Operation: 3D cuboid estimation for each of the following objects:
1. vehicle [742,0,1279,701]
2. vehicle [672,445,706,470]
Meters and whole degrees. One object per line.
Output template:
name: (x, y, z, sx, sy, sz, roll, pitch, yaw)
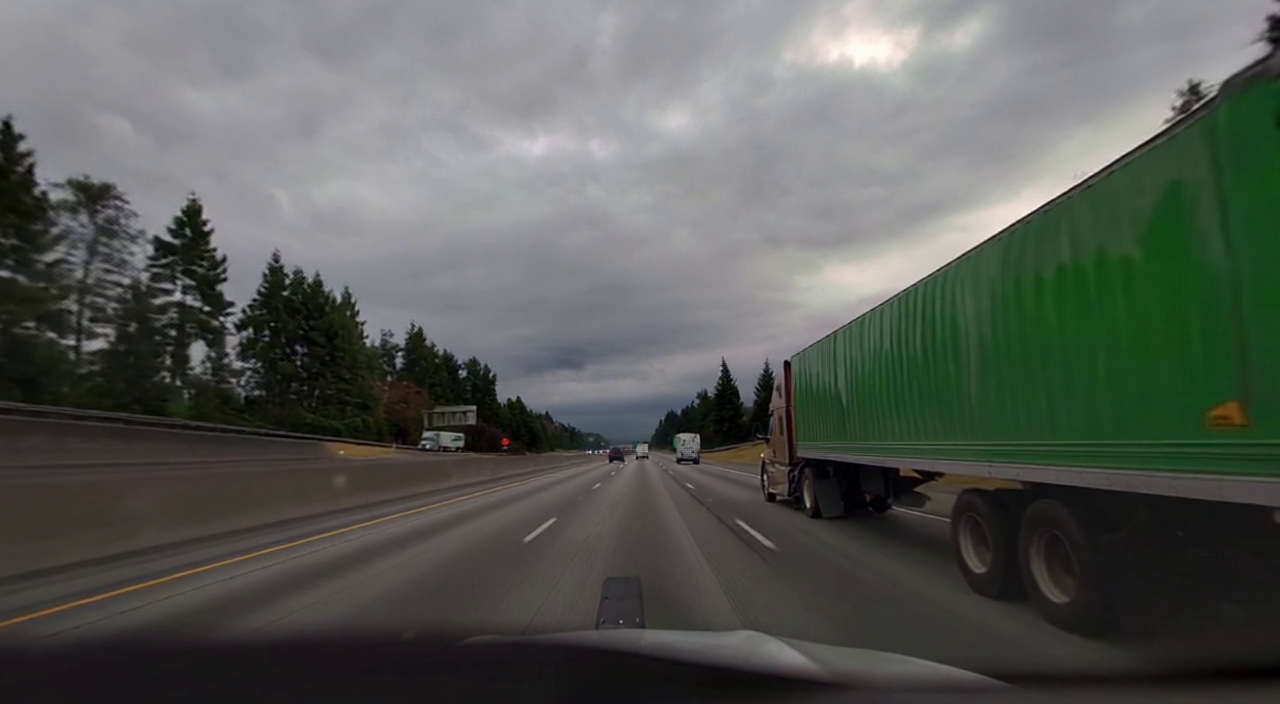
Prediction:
vehicle: (4.645, 0.504, 9.630, 3.115, 4.407, 17.026, 0, -9, -1)
vehicle: (3.307, 7.142, 42.979, 2.019, 1.601, 3.953, 0, -9, 1)
